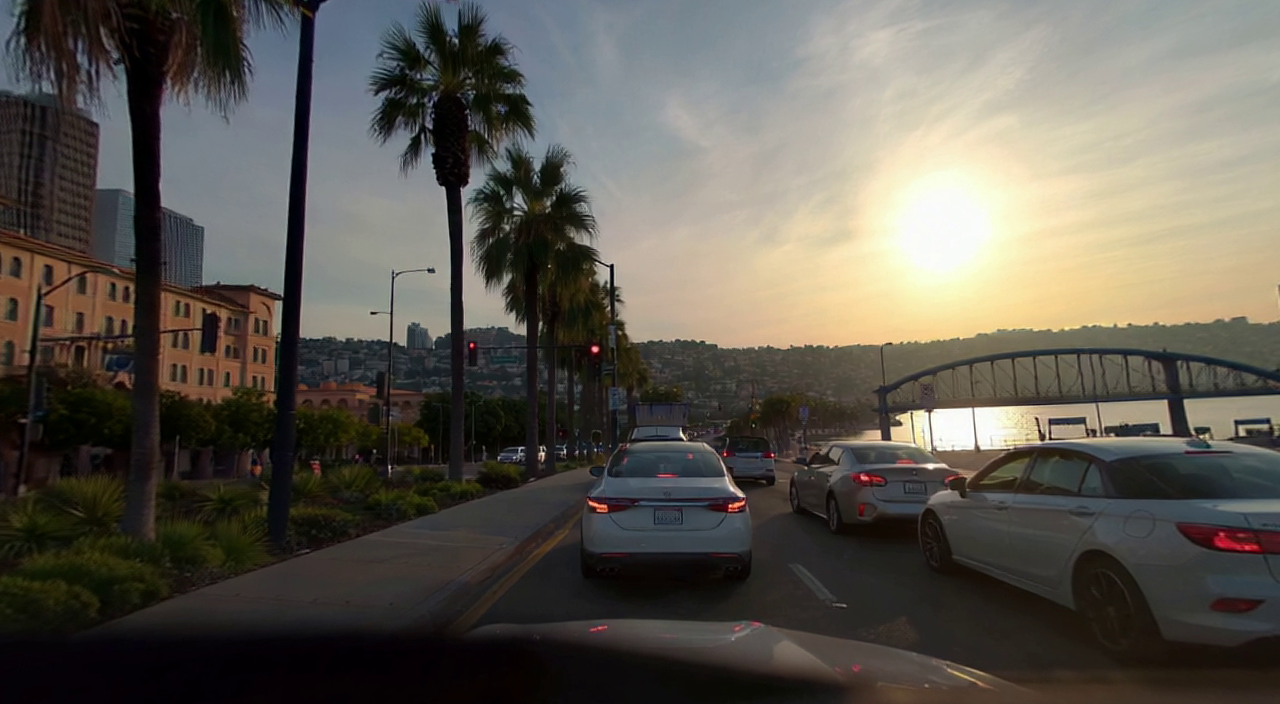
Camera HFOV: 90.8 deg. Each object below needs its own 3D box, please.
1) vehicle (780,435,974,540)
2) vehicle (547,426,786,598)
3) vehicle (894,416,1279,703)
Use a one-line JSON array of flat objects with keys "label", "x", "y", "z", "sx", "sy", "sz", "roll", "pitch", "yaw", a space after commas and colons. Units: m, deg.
[{"label": "vehicle", "x": 3.893, "y": 2.285, "z": 11.325, "sx": 1.920, "sy": 1.490, "sz": 4.417, "roll": -1, "pitch": -9, "yaw": 2}, {"label": "vehicle", "x": 0.263, "y": 1.698, "z": 7.486, "sx": 2.093, "sy": 1.503, "sz": 3.681, "roll": 0, "pitch": -9, "yaw": 1}, {"label": "vehicle", "x": 3.912, "y": 1.360, "z": 5.091, "sx": 1.913, "sy": 1.469, "sz": 4.425, "roll": 0, "pitch": -9, "yaw": 1}]
